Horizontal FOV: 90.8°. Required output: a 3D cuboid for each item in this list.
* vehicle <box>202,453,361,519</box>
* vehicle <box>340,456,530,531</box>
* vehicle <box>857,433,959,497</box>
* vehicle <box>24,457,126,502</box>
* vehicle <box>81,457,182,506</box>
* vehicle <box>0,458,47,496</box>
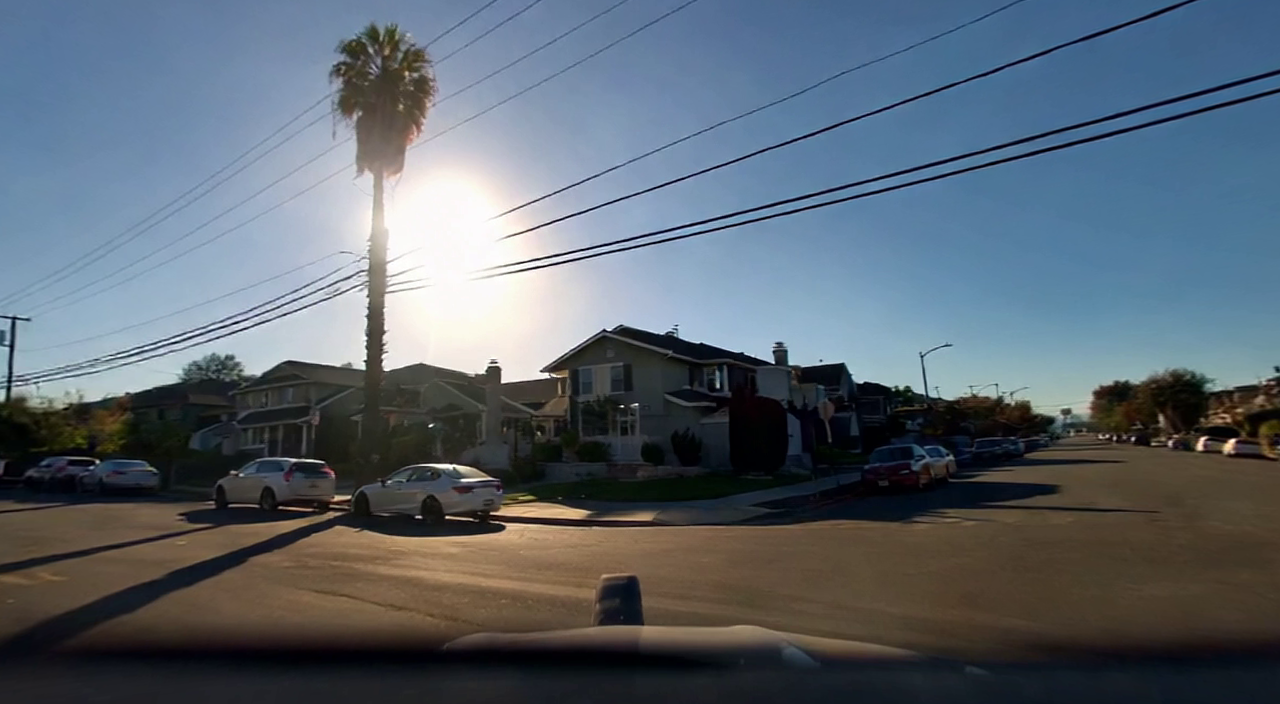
[{"bbox_3d":[-10.328,3.751,18.153,4.471,1.623,1.943,-5,-10,31],"label":"vehicle"},{"bbox_3d":[-4.821,3.162,14.681,4.448,1.437,1.786,-6,-10,34],"label":"vehicle"},{"bbox_3d":[8.841,3.602,20.602,2.179,1.791,4.547,-6,-10,33],"label":"vehicle"},{"bbox_3d":[-25.225,5.618,28.196,4.633,1.761,1.922,-5,-10,30],"label":"vehicle"},{"bbox_3d":[-20.255,5.071,25.118,4.294,1.675,1.894,-6,-10,35],"label":"vehicle"},{"bbox_3d":[-34.689,6.766,34.421,4.871,1.826,2.115,-6,-10,32],"label":"vehicle"}]
